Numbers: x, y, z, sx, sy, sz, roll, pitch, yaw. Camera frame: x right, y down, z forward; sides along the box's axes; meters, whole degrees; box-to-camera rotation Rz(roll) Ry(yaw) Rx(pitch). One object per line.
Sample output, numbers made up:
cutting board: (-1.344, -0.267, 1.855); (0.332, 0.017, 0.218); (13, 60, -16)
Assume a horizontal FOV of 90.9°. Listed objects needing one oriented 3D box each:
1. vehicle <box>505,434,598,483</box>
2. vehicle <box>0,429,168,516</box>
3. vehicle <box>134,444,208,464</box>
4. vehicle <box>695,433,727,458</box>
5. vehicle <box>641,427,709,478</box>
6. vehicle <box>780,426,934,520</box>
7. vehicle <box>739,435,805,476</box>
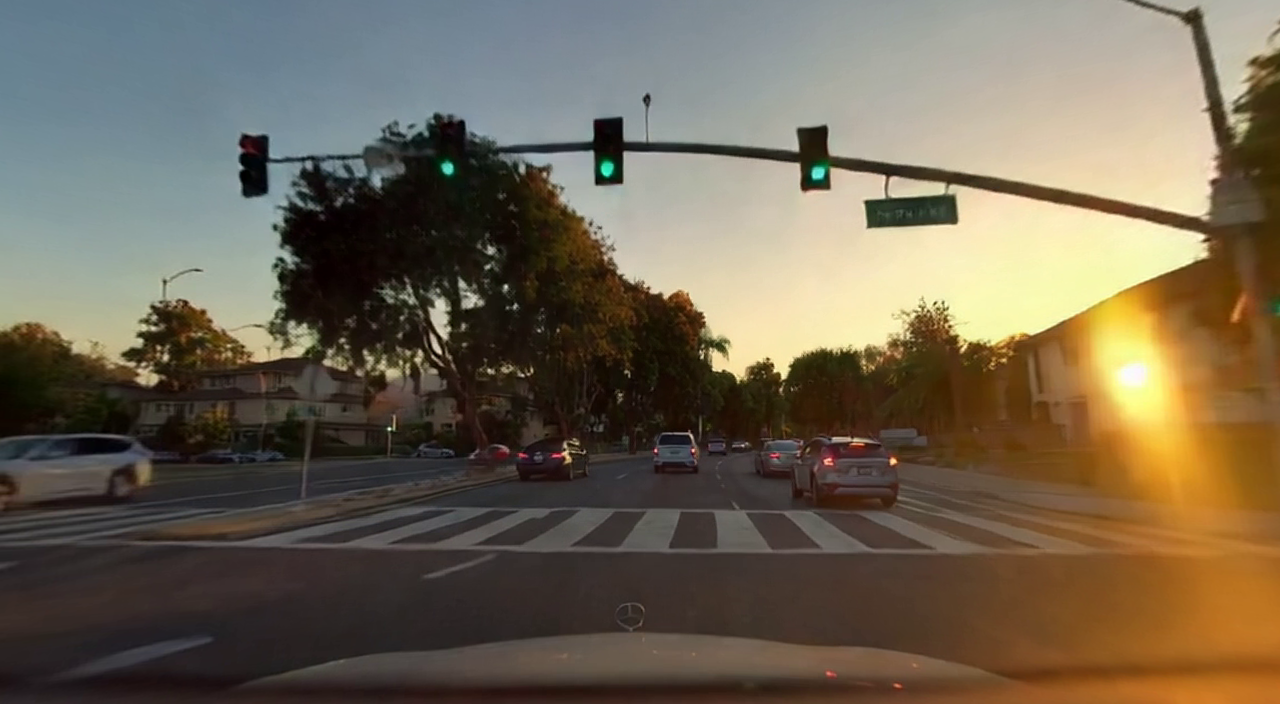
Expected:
vehicle: (-2.804, 3.531, 21.163); (2.006, 1.464, 4.586); (-1, -9, 6)
vehicle: (-12.336, 2.359, 12.616); (2.009, 1.527, 4.534); (-1, -9, 5)
vehicle: (-36.490, 7.920, 49.110); (4.194, 1.493, 1.992); (-1, -9, 4)
vehicle: (5.032, 6.610, 44.467); (1.798, 1.660, 3.946); (-2, -9, 12)
vehicle: (1.456, 3.825, 24.142); (2.250, 1.768, 4.574); (-1, -9, 7)
vehicle: (4.007, 2.286, 12.301); (1.859, 1.540, 3.454); (-1, -9, 2)
vehicle: (5.227, 4.162, 25.546); (2.117, 1.472, 4.158); (-1, -9, 5)
